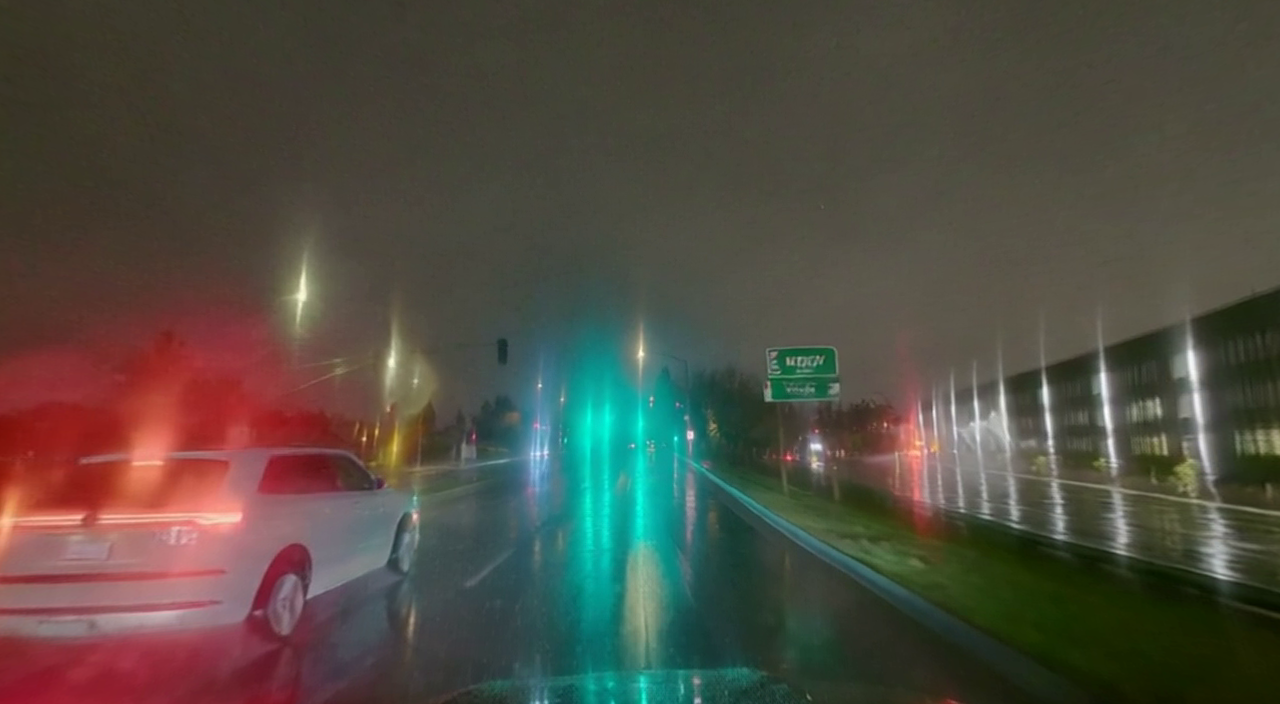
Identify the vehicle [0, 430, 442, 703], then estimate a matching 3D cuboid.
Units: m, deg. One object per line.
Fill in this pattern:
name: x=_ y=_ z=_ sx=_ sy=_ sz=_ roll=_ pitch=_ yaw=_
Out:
vehicle: x=-3.474 y=1.470 z=5.389 sx=1.972 sy=1.490 sz=4.591 roll=0 pitch=-8 yaw=1
